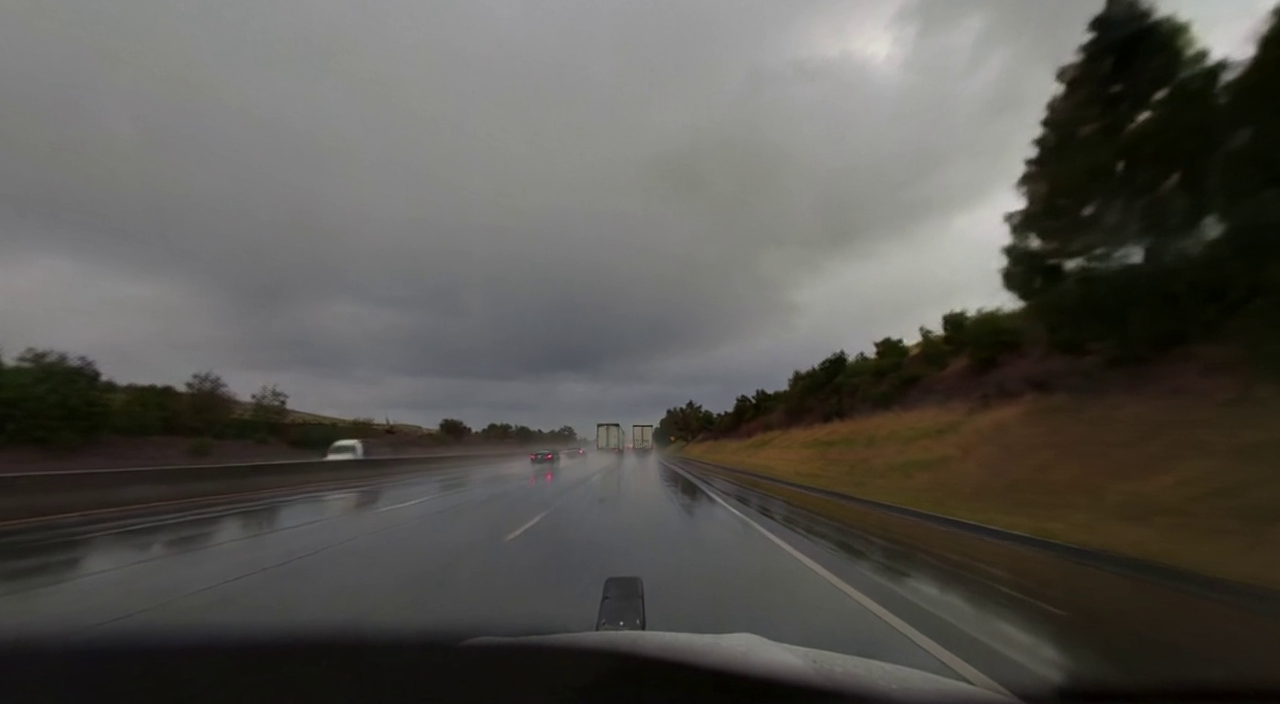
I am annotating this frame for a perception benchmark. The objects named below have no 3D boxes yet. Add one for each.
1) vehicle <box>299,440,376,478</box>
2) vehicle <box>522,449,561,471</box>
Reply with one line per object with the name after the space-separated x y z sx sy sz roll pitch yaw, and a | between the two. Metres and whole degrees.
-19.781 7.017 41.582 2.404 2.285 5.332 0 -9 0 | vehicle
-7.077 7.795 45.808 2.036 1.474 5.011 0 -9 1 | vehicle
